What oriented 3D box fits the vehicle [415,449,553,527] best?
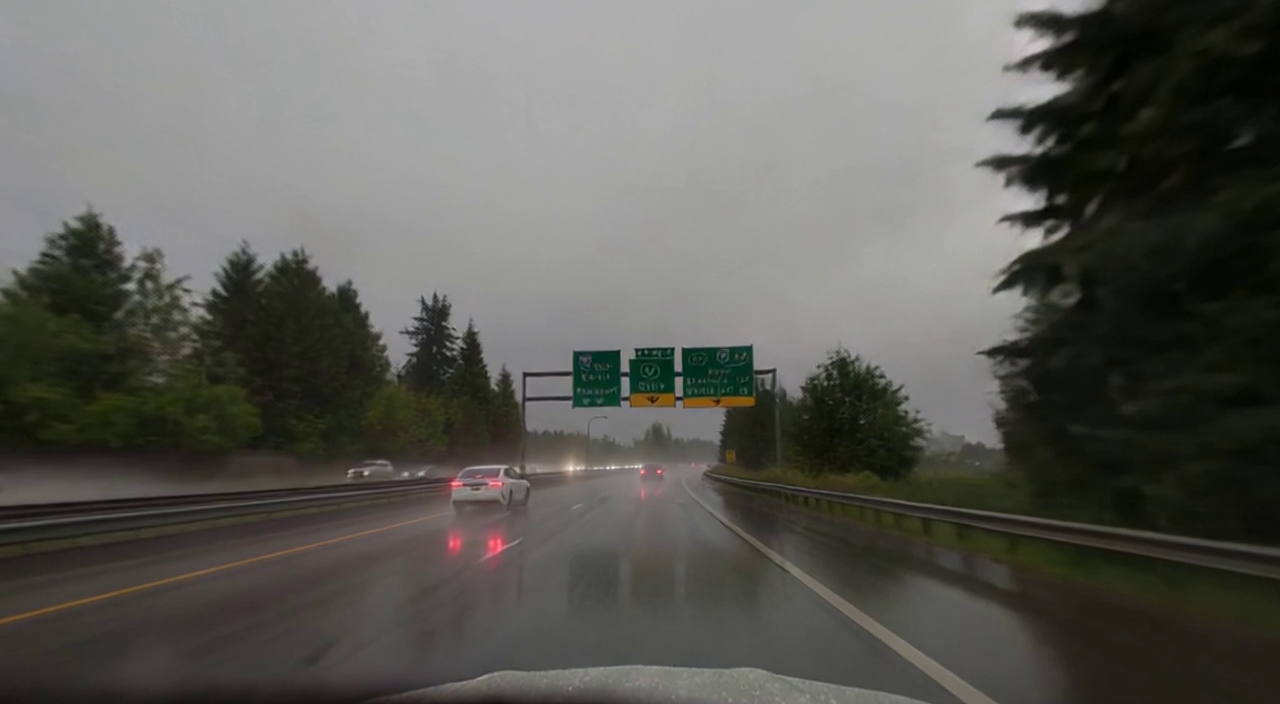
[{"bbox_3d":[-3.597,3.278,15.566,2.063,1.556,4.740,1,-10,1],"label":"vehicle"}]

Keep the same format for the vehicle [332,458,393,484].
[{"bbox_3d":[-21.060,9.078,48.039,1.950,1.762,5.268,1,-10,4],"label":"vehicle"}]

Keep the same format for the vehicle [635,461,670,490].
[{"bbox_3d":[0.818,7.453,38.215,2.000,1.594,3.996,1,-10,3],"label":"vehicle"}]
